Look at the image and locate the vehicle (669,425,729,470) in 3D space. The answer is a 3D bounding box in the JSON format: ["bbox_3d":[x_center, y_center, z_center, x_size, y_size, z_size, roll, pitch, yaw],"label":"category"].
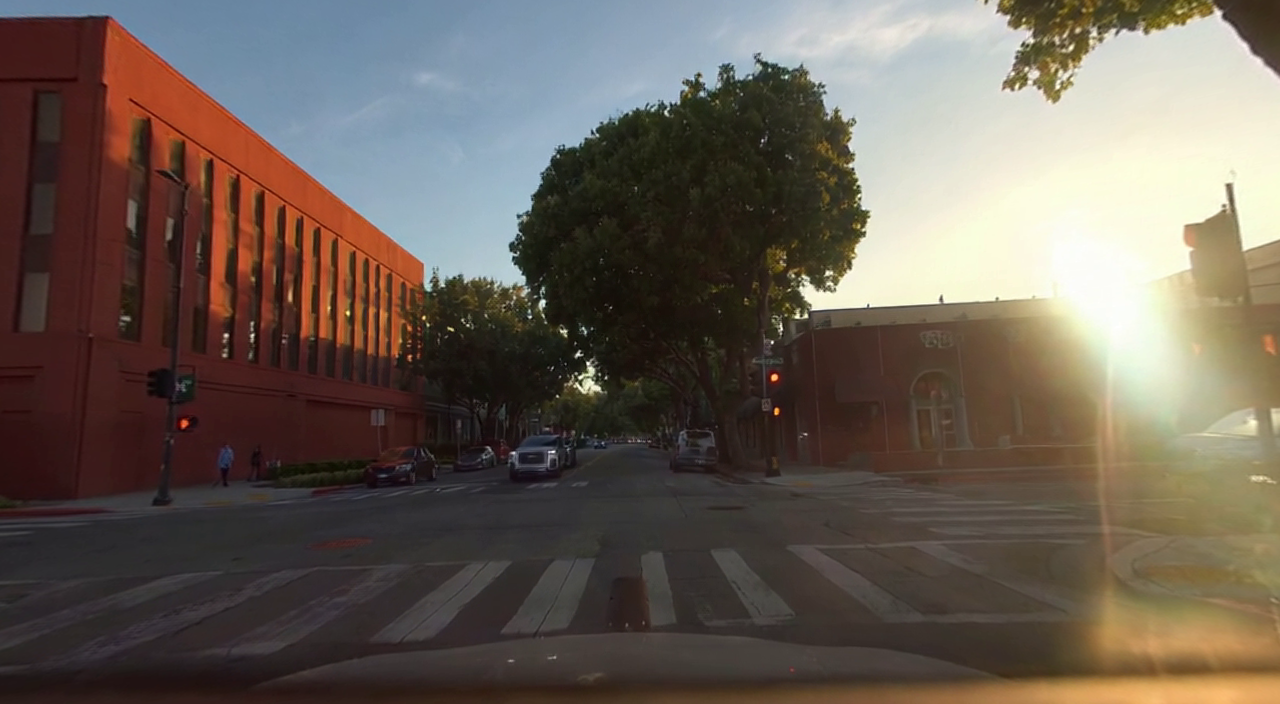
[{"bbox_3d":[3.071,5.155,34.146,2.557,2.188,5.164,0,-8,-2],"label":"vehicle"}]

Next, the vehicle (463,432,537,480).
[{"bbox_3d":[-5.987,4.499,27.577,2.242,1.887,4.924,0,-8,-2],"label":"vehicle"}]

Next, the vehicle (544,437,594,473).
[{"bbox_3d":[-3.296,4.852,29.879,2.033,1.596,4.142,0,-8,-2],"label":"vehicle"}]

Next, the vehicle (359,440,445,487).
[{"bbox_3d":[-9.917,4.651,26.696,2.216,1.804,4.526,1,-8,-5],"label":"vehicle"}]
